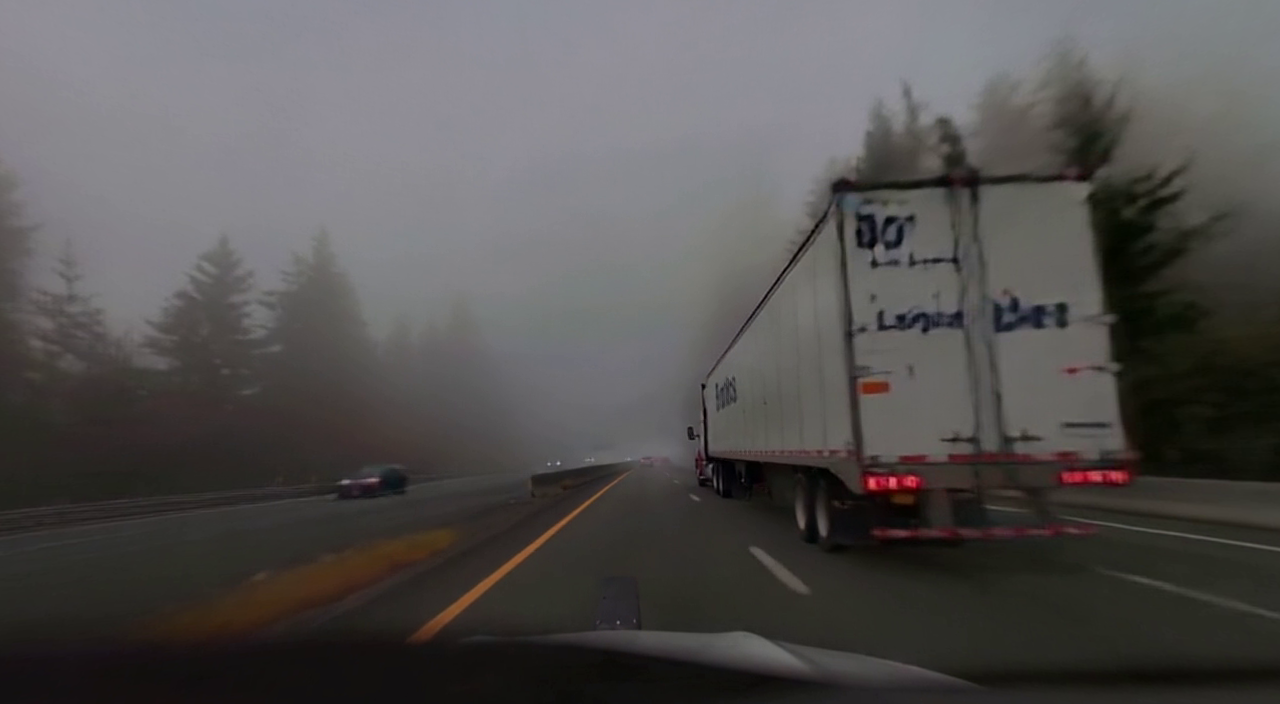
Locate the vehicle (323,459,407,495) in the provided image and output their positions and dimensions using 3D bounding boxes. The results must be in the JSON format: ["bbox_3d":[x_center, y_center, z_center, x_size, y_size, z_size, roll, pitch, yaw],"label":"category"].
[{"bbox_3d":[-13.283,6.054,30.592,1.934,1.501,4.635,0,-9,1],"label":"vehicle"}]

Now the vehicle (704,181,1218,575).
[{"bbox_3d":[4.065,1.502,15.078,3.537,4.071,17.399,0,-9,1],"label":"vehicle"}]
